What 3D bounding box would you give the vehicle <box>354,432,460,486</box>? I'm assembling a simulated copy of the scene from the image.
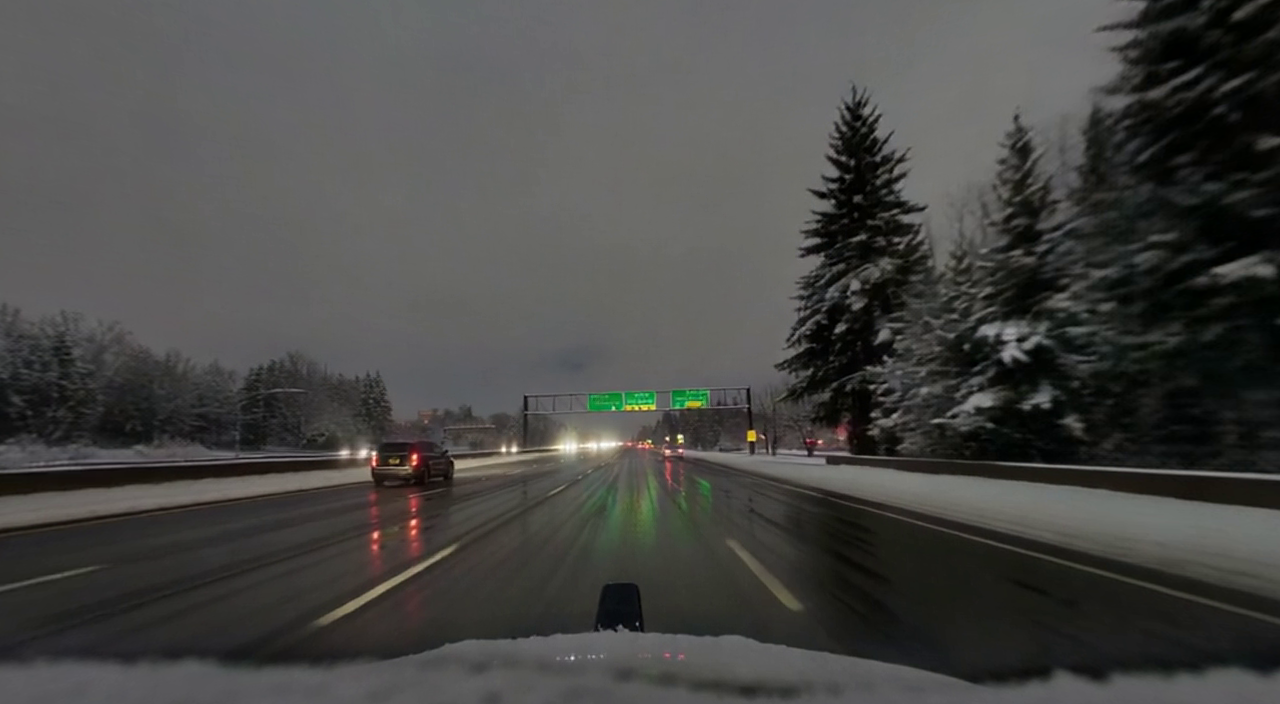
[{"bbox_3d":[-8.048,3.736,22.349,2.089,1.724,4.327,0,-8,0],"label":"vehicle"}]
